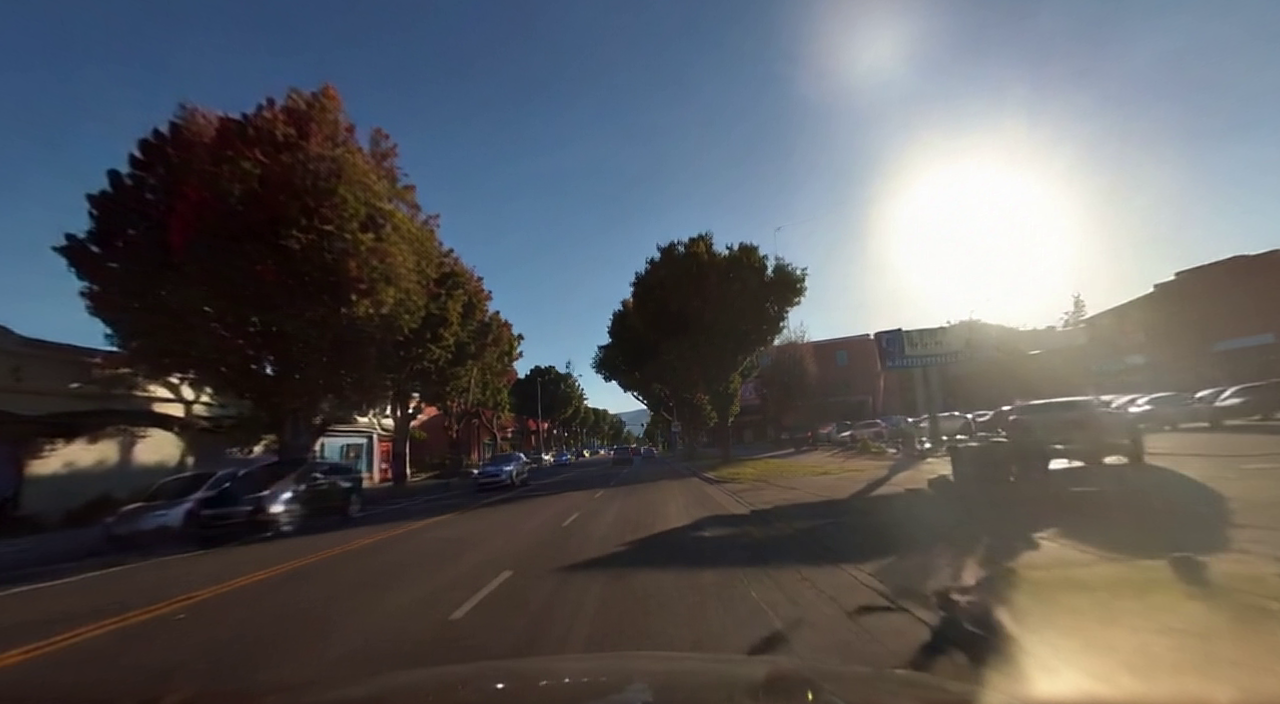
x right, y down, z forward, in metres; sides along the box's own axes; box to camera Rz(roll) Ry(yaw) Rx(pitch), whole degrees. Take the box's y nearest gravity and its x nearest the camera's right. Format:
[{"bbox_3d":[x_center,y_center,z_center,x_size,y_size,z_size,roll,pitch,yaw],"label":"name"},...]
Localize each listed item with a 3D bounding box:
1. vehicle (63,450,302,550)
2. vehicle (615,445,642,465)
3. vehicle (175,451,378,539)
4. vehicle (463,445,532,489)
[{"bbox_3d":[-11.034,3.521,15.917,2.102,2.004,5.285,0,-8,-1],"label":"vehicle"},{"bbox_3d":[-0.892,7.913,48.465,2.020,1.478,3.922,0,-8,-2],"label":"vehicle"},{"bbox_3d":[-8.160,3.191,14.793,2.038,1.670,4.468,0,-8,1],"label":"vehicle"},{"bbox_3d":[-6.099,4.947,27.534,2.030,1.701,4.559,0,-8,-1],"label":"vehicle"}]
